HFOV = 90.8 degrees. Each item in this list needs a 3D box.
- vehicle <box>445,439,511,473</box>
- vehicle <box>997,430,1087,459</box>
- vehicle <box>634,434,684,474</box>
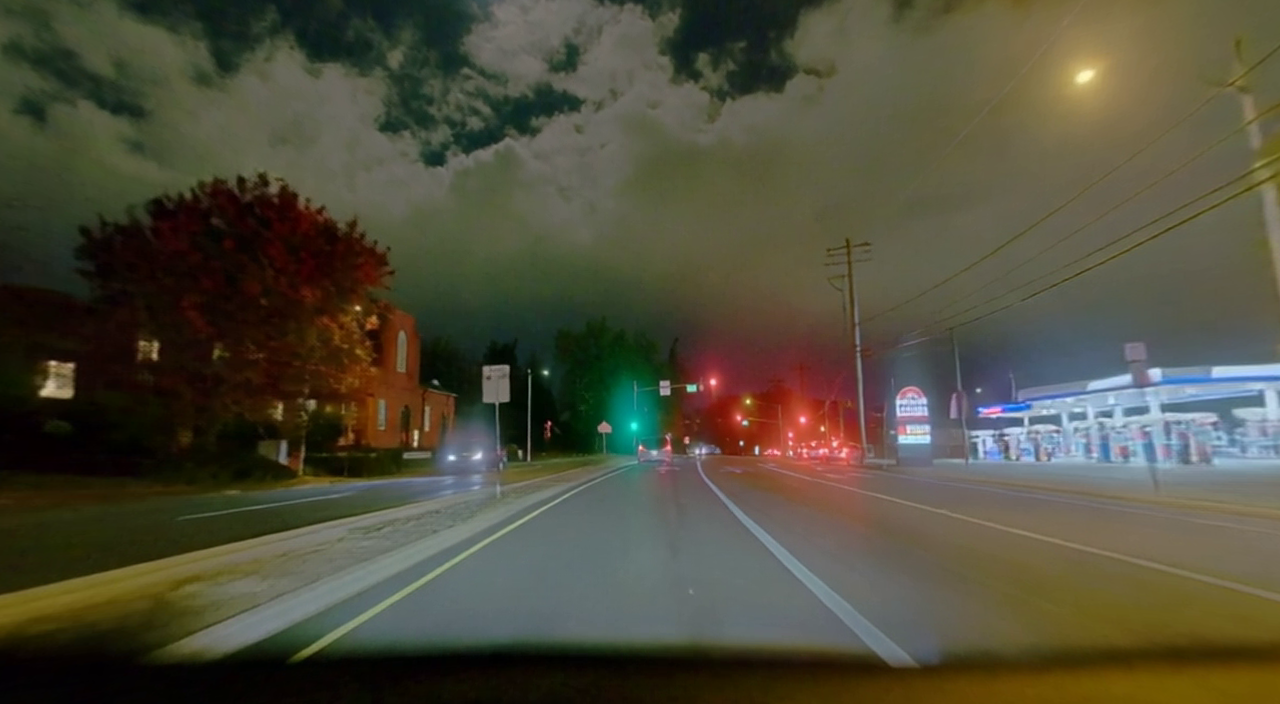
[{"bbox_3d":[-9.529,6.141,37.610,2.159,1.850,4.944,-2,-8,6],"label":"vehicle"},{"bbox_3d":[25.880,5.968,40.768,4.510,1.733,2.066,0,-8,-9],"label":"vehicle"},{"bbox_3d":[0.876,4.498,28.119,2.032,1.621,4.082,-1,-8,3],"label":"vehicle"}]
